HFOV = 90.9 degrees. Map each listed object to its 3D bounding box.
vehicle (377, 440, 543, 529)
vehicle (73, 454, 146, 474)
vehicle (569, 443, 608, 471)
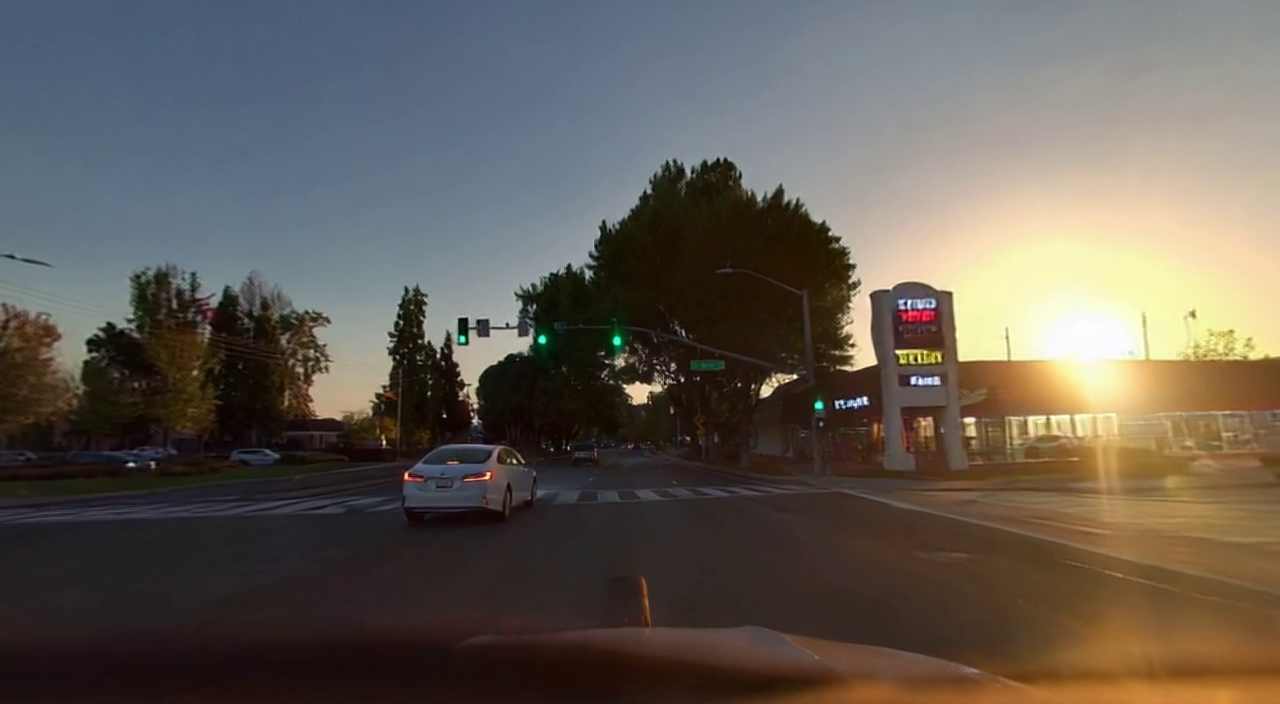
[{"bbox_3d":[-3.368,2.550,12.840,2.018,1.477,4.401,0,-8,1],"label":"vehicle"},{"bbox_3d":[-40.633,8.541,48.396,1.716,1.438,4.412,0,-9,0],"label":"vehicle"},{"bbox_3d":[-3.240,6.743,40.704,2.109,1.692,4.220,0,-8,1],"label":"vehicle"}]
